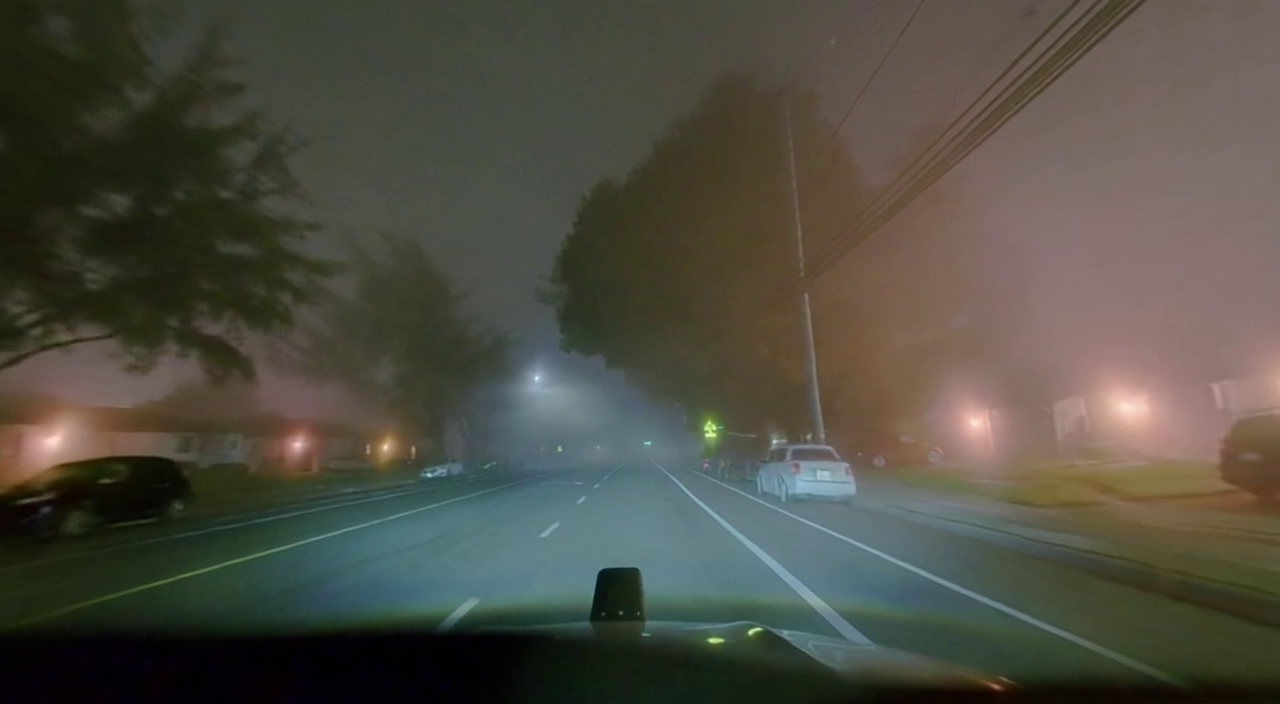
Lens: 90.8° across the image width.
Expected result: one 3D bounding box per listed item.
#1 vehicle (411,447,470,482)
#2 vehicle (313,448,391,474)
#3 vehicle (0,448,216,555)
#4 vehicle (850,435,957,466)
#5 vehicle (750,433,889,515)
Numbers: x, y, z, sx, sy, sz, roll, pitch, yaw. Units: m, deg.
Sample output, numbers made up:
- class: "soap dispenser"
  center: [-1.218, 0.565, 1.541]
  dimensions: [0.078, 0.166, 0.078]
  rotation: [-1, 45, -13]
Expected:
- class: "vehicle"
  center: [-10.909, 6.225, 34.884]
  dimensions: [1.964, 1.667, 4.217]
  rotation: [-3, -10, -1]
- class: "vehicle"
  center: [-19.916, 7.535, 43.831]
  dimensions: [4.359, 1.727, 2.029]
  rotation: [0, -9, -2]
- class: "vehicle"
  center: [-10.921, 2.771, 12.522]
  dimensions: [2.091, 1.717, 4.392]
  rotation: [0, -9, -3]
- class: "vehicle"
  center: [12.420, 4.659, 29.950]
  dimensions: [4.285, 1.434, 1.740]
  rotation: [0, -9, 0]
- class: "vehicle"
  center: [4.072, 2.844, 15.192]
  dimensions: [2.007, 1.657, 4.362]
  rotation: [0, -9, -1]
